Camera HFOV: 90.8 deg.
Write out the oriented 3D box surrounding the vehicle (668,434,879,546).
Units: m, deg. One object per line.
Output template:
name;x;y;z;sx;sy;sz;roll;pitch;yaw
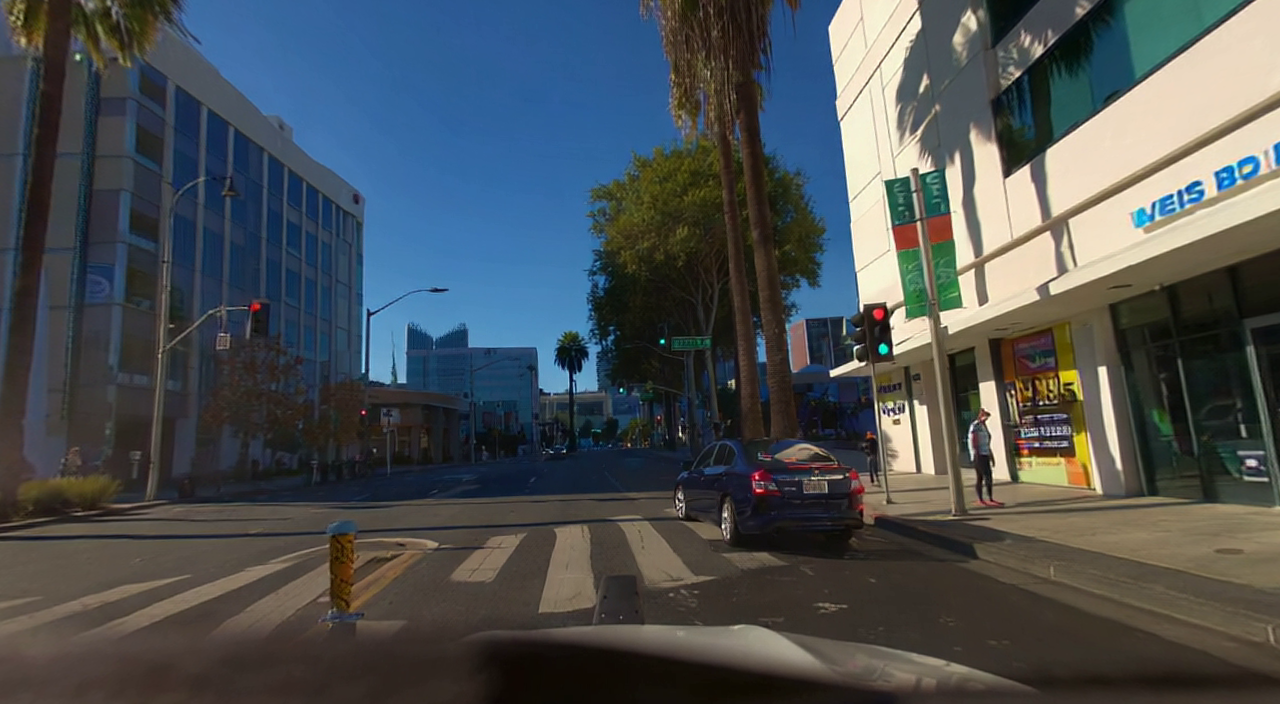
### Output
vehicle;1.921;2.186;10.873;2.090;1.466;4.676;1;-8;-7
